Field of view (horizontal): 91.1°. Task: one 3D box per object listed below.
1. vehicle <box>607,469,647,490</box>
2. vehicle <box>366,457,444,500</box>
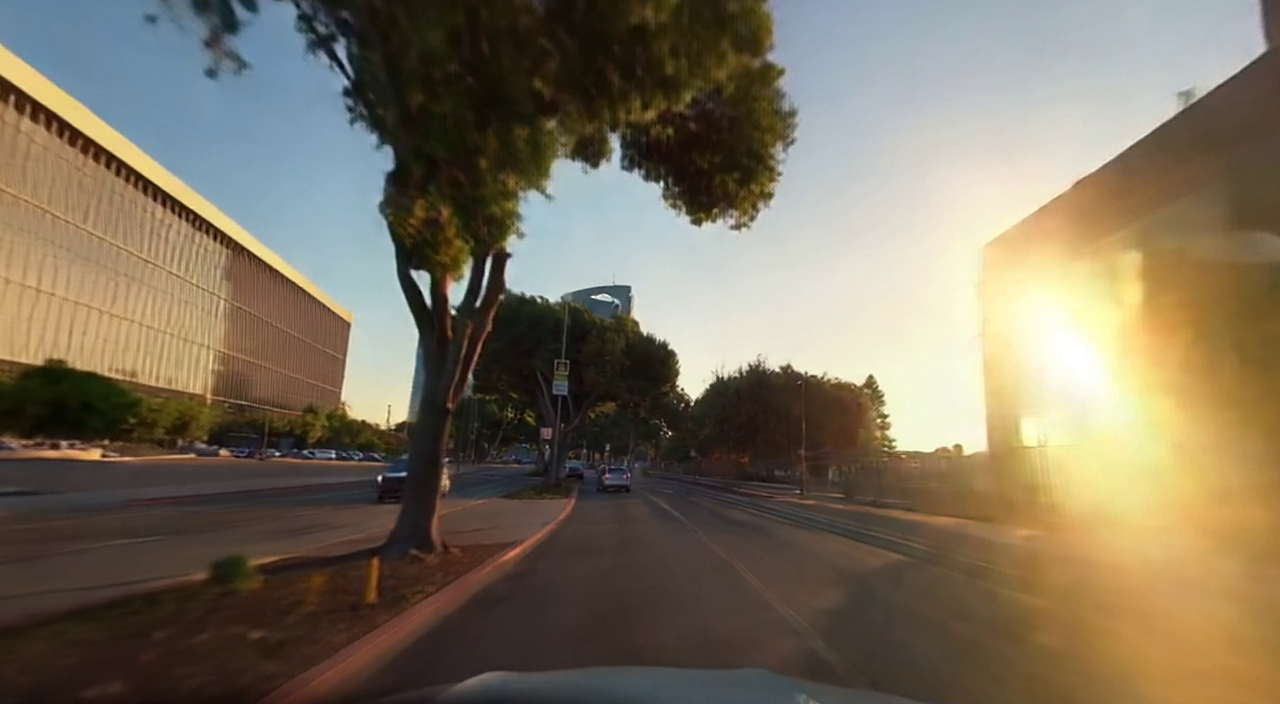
[{"bbox_3d":[-0.823,7.580,37.483,1.775,1.186,2.933,3,-11,-13],"label":"vehicle"},{"bbox_3d":[-9.043,4.900,24.523,1.916,1.516,3.970,2,-11,-7],"label":"vehicle"}]
